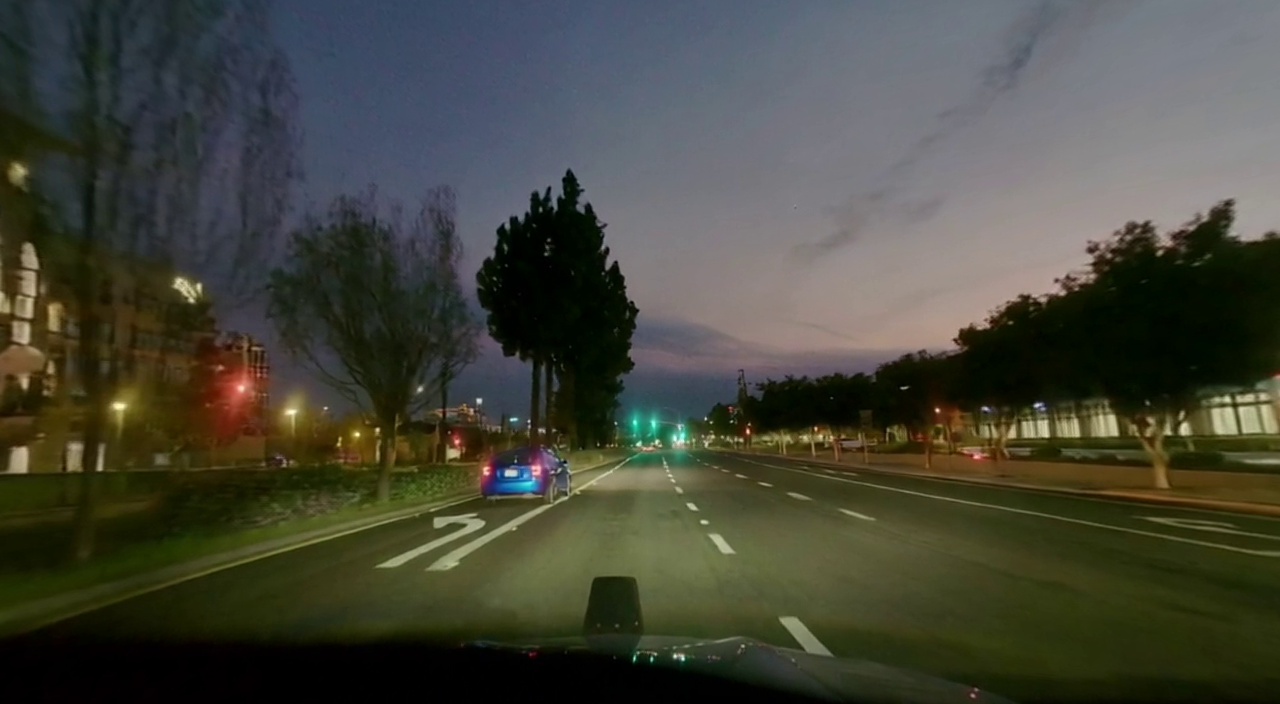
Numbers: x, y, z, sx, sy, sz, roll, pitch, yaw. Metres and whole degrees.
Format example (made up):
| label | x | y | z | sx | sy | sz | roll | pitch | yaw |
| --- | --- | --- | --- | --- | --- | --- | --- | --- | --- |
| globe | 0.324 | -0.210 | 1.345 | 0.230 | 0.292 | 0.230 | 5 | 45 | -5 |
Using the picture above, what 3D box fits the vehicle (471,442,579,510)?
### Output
| label | x | y | z | sx | sy | sz | roll | pitch | yaw |
| --- | --- | --- | --- | --- | --- | --- | --- | --- | --- |
| vehicle | -2.811 | 3.134 | 16.546 | 2.042 | 1.479 | 4.601 | 0 | -9 | -1 |
